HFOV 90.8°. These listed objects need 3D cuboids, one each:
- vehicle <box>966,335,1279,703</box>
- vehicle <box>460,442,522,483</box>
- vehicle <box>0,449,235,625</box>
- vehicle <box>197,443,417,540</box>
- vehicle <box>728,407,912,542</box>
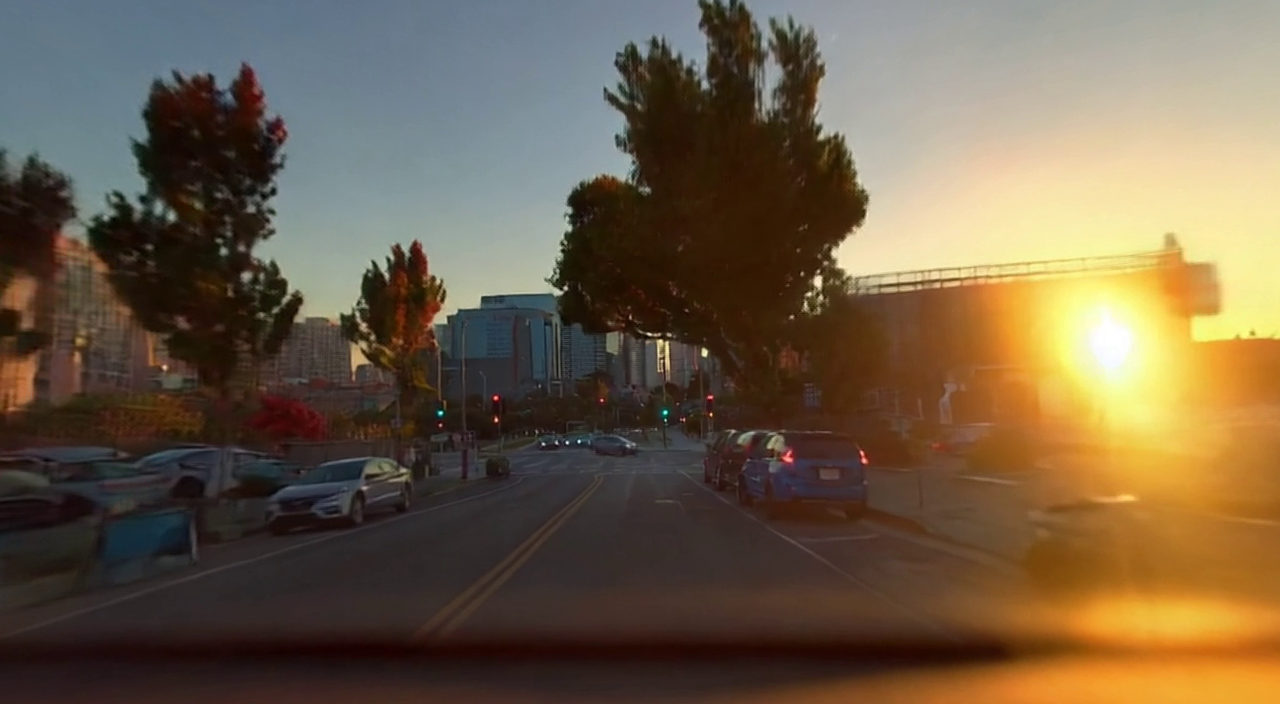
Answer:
[{"bbox_3d":[3.402,0.746,1.997,1.886,1.740,5.167,0,-8,-1],"label":"vehicle"},{"bbox_3d":[-6.877,5.112,29.589,1.893,1.758,4.019,-1,-8,0],"label":"vehicle"},{"bbox_3d":[-6.603,1.832,6.727,1.723,1.520,4.439,0,-8,-2],"label":"vehicle"},{"bbox_3d":[-6.589,2.799,13.327,2.033,1.523,4.867,-3,-9,0],"label":"vehicle"},{"bbox_3d":[2.830,2.035,11.184,1.954,1.845,4.682,-1,-8,1],"label":"vehicle"}]
